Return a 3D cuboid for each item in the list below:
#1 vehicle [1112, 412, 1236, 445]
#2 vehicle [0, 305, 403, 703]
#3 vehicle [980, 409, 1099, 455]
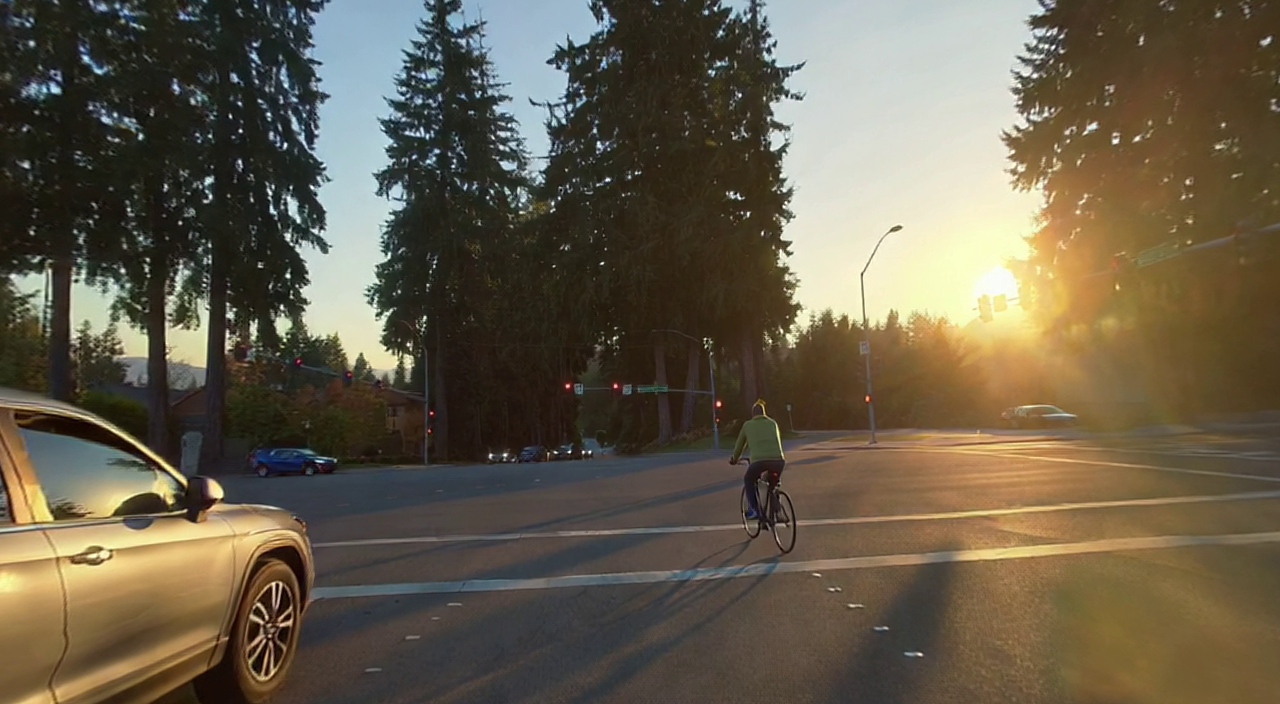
[{"bbox_3d":[25.769,3.725,30.489,4.716,1.507,1.904,2,-9,-11],"label":"vehicle"},{"bbox_3d":[-2.960,0.868,2.756,2.049,1.756,4.602,0,-8,0],"label":"vehicle"},{"bbox_3d":[18.578,3.748,29.378,4.237,1.948,1.997,0,-9,-9],"label":"vehicle"}]
